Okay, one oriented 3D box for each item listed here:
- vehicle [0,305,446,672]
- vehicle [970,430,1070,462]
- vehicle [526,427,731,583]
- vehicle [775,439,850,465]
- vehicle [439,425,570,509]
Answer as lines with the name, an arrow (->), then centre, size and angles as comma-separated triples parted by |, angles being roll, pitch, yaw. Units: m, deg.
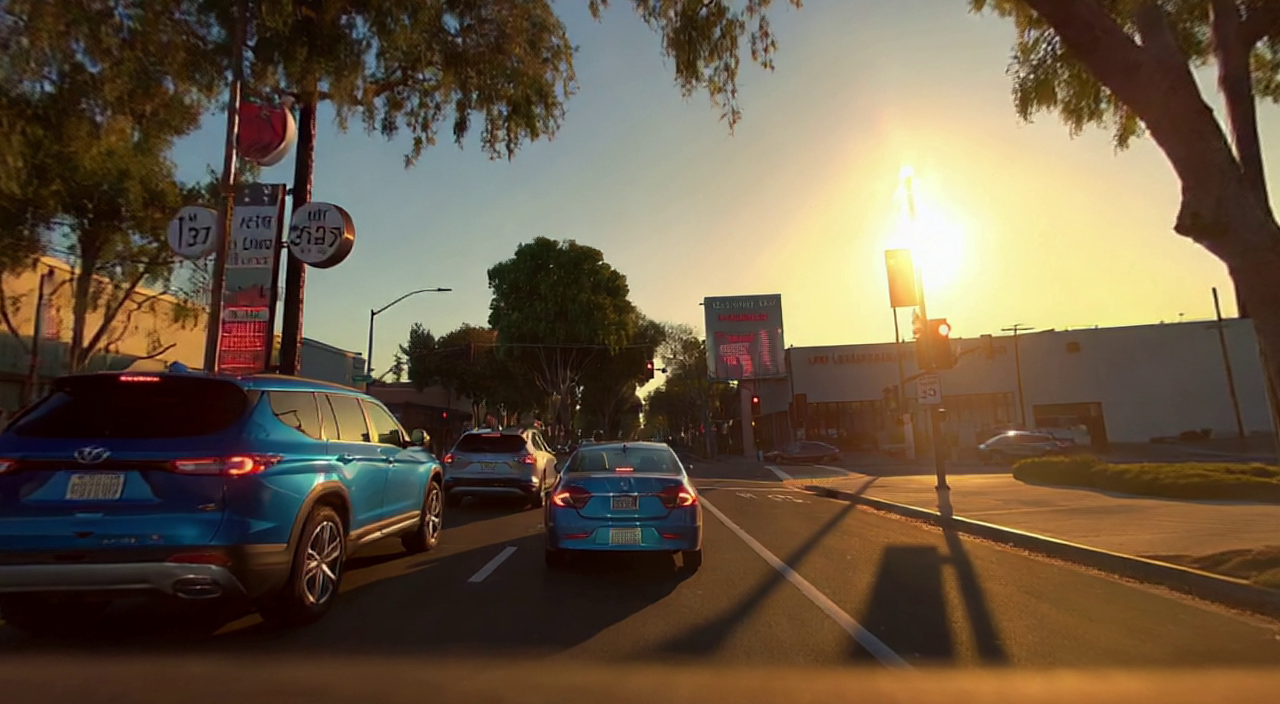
vehicle -> -3.821, 1.138, 6.209 | 2.152, 2.118, 5.066 | 0, -8, 0
vehicle -> 20.996, 5.227, 34.853 | 4.116, 1.719, 2.069 | -1, -9, 8
vehicle -> -0.155, 1.785, 8.188 | 1.966, 1.481, 4.146 | 0, -8, -1
vehicle -> 9.903, 5.804, 36.373 | 3.924, 1.447, 2.039 | -2, -9, 9
vehicle -> -2.929, 2.599, 14.605 | 2.047, 1.664, 4.148 | 0, -8, 1
